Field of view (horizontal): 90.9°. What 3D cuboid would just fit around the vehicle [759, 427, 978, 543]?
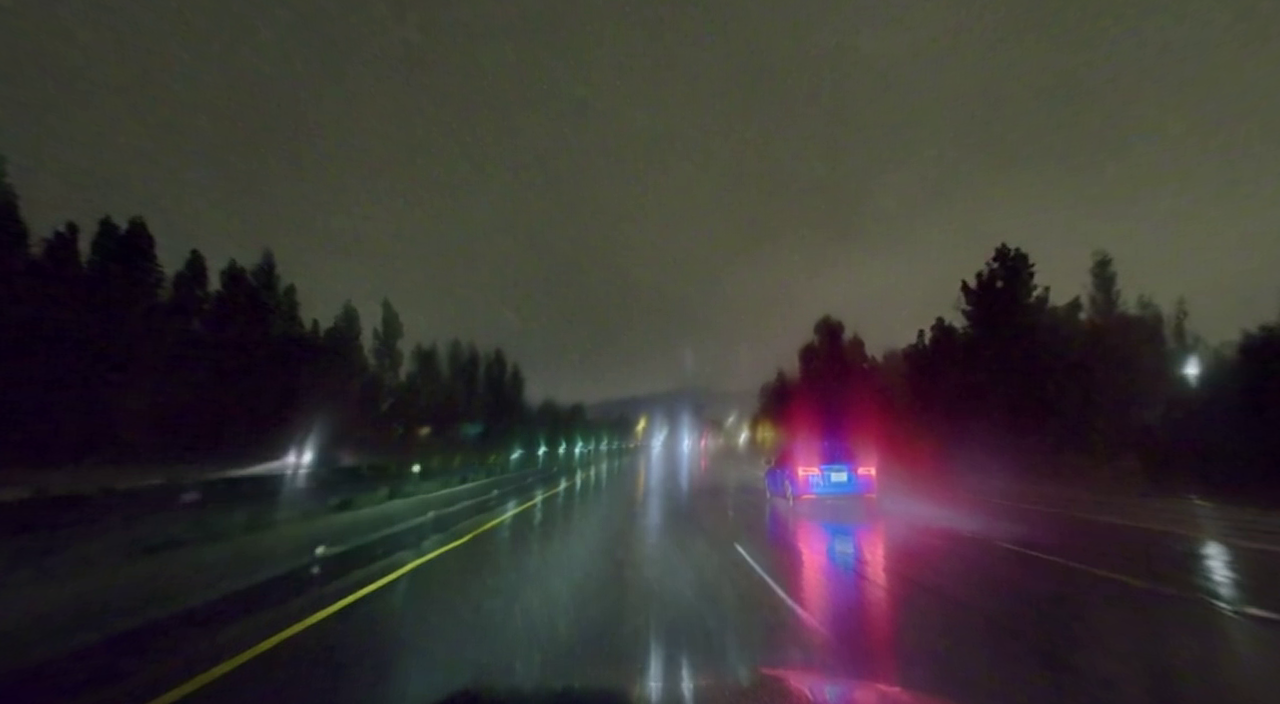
[{"bbox_3d":[3.514,2.108,10.755,2.050,1.546,4.344,0,-8,-1],"label":"vehicle"}]
